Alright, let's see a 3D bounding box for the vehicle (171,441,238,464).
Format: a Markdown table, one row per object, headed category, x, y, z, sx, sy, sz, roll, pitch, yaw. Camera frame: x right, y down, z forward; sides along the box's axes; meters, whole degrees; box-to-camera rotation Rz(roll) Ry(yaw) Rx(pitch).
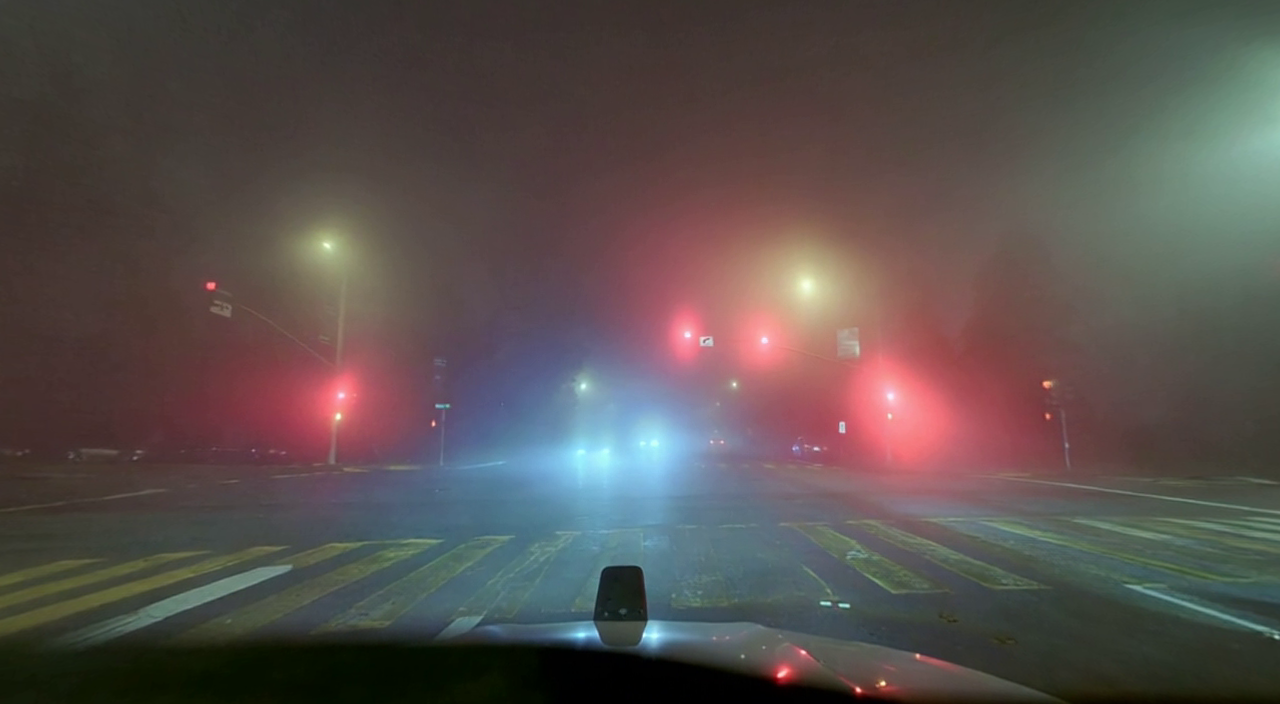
| category | x | y | z | sx | sy | sz | roll | pitch | yaw |
| --- | --- | --- | --- | --- | --- | --- | --- | --- | --- |
| vehicle | -29.124 | 6.710 | 42.074 | 1.696 | 1.431 | 3.686 | -1 | -8 | 3 |
